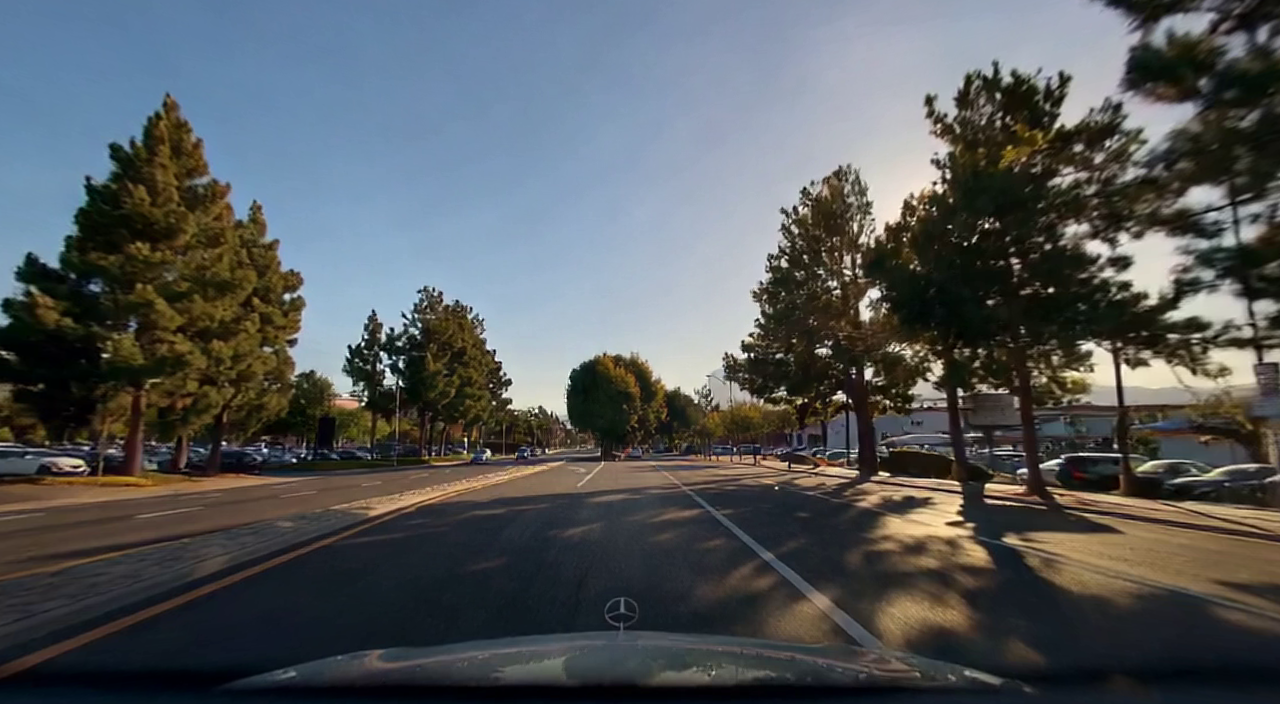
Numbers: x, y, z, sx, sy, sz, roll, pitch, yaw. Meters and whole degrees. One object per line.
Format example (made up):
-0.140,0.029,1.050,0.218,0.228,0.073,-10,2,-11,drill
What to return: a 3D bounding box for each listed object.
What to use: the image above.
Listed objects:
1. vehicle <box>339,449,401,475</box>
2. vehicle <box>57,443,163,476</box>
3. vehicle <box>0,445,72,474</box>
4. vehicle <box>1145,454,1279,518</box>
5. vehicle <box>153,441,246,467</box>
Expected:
-16.415,6.679,38.624,1.876,1.460,4.433,0,-8,-1,vehicle
-29.580,5.989,35.494,1.950,1.696,4.597,0,-8,0,vehicle
-35.138,6.076,35.964,1.736,1.414,4.170,2,-8,-2,vehicle
20.394,4.401,21.041,5.097,1.936,2.254,0,-9,1,vehicle
-30.658,7.101,44.199,5.107,1.753,1.963,5,-10,-31,vehicle
